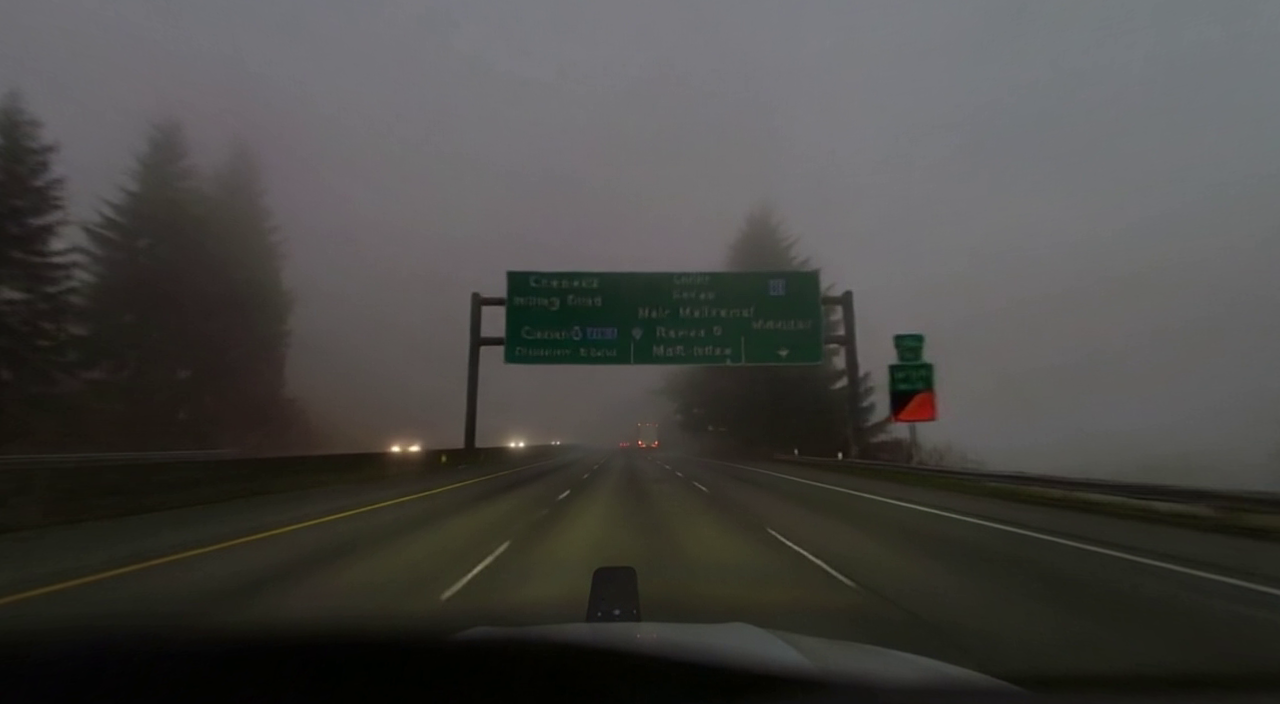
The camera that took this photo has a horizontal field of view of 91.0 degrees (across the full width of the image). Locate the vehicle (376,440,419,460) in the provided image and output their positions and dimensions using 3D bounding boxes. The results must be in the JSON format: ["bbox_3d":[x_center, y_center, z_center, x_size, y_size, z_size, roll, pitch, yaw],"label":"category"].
[{"bbox_3d":[-18.453,7.463,48.050,1.805,1.461,3.954,0,-8,-1],"label":"vehicle"}]
